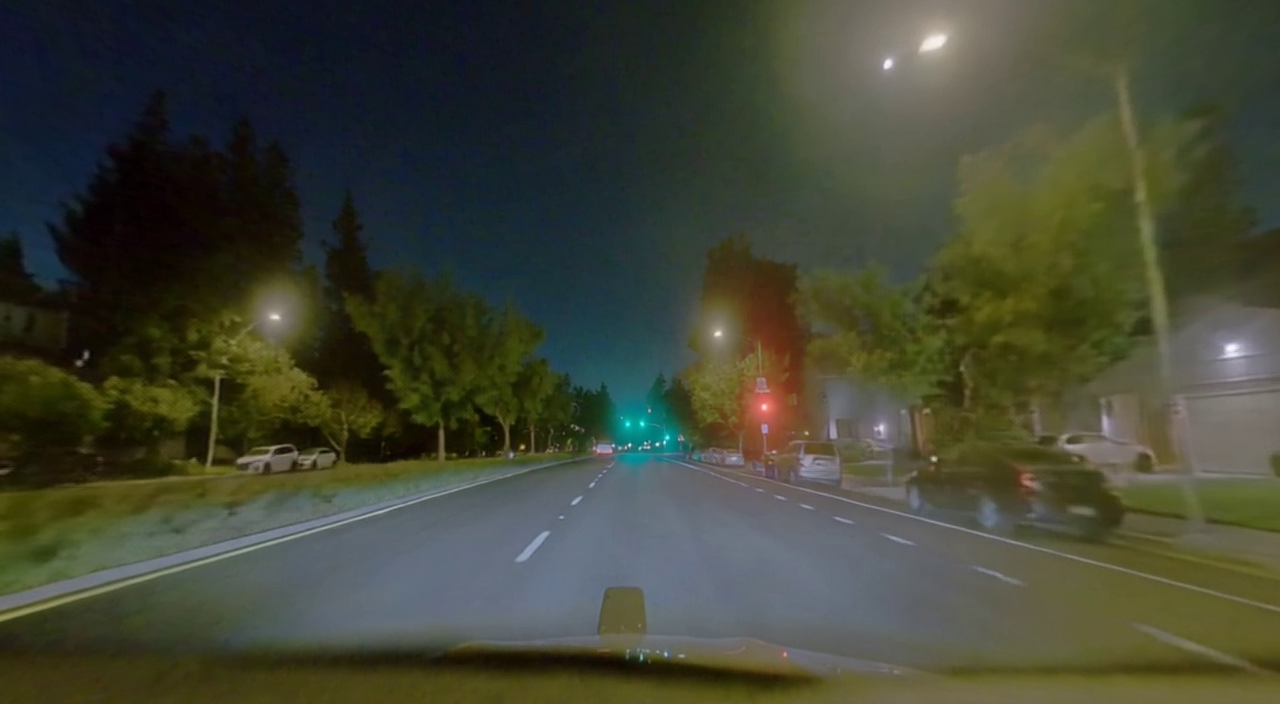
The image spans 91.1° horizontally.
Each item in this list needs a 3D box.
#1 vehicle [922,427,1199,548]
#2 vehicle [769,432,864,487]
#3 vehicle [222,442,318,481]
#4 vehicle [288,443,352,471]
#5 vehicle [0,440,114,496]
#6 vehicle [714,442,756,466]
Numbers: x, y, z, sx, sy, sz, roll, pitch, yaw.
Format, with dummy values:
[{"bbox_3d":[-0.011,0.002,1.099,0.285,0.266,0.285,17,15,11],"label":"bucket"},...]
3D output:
[{"bbox_3d":[6.940,2.249,11.123,1.910,1.686,4.399,0,-9,1],"label":"vehicle"},{"bbox_3d":[6.539,4.037,23.964,2.032,1.844,4.964,0,-9,-2],"label":"vehicle"},{"bbox_3d":[-21.210,6.233,36.355,2.196,1.854,5.677,-1,-6,-1],"label":"vehicle"},{"bbox_3d":[-21.616,7.095,42.632,1.965,1.523,4.798,-1,-6,-2],"label":"vehicle"},{"bbox_3d":[-21.633,4.038,22.290,1.901,1.785,4.676,0,-8,-2],"label":"vehicle"},{"bbox_3d":[6.440,6.936,42.954,1.922,1.494,4.772,1,-8,-3],"label":"vehicle"}]
